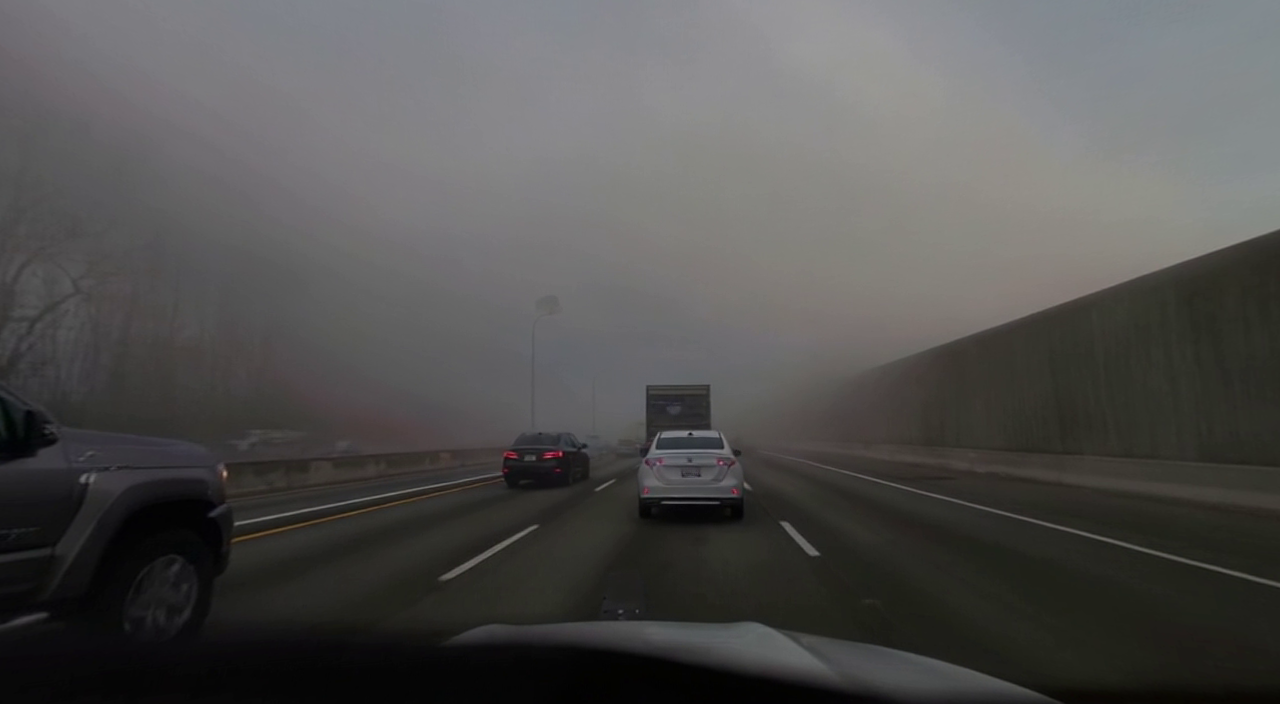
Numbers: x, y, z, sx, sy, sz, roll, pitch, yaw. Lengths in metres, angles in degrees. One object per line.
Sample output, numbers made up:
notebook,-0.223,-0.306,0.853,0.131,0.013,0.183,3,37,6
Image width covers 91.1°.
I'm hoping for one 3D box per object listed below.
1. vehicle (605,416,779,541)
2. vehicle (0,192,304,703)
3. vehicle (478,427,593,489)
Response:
vehicle,0.805,1.804,9.720,2.089,1.485,4.153,-1,-8,5
vehicle,-4.160,0.413,2.249,2.386,2.435,5.831,-1,-8,4
vehicle,-2.676,2.834,17.281,2.087,1.457,4.313,-1,-8,5
